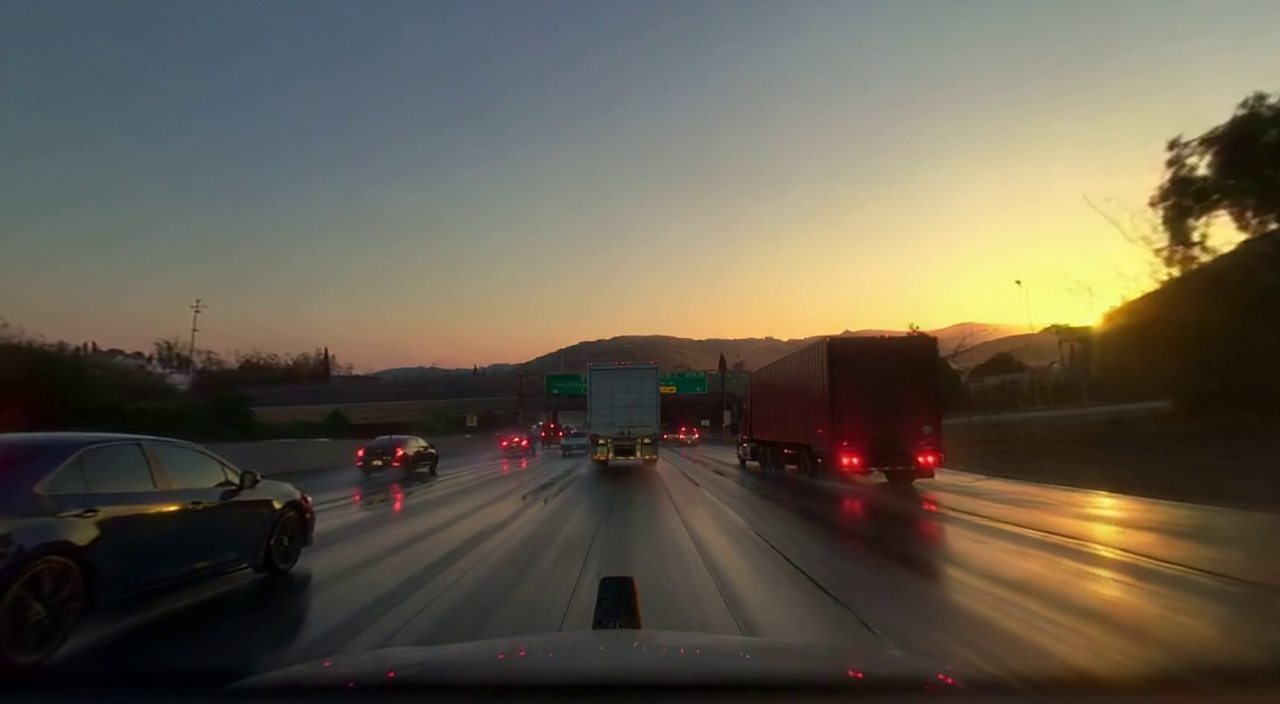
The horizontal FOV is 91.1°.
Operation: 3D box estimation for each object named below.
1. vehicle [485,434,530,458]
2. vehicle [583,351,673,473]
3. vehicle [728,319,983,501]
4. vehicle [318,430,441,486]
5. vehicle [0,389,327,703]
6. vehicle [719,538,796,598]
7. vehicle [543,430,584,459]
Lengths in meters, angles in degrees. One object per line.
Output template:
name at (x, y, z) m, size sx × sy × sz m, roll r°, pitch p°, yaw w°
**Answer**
vehicle at (-8.636, 6.117, 41.250) m, size 2.019 × 1.471 × 4.347 m, roll 0°, pitch -8°, yaw 0°
vehicle at (-0.540, 2.632, 25.766) m, size 2.938 × 4.033 × 9.980 m, roll 0°, pitch -8°, yaw -2°
vehicle at (5.648, 2.160, 20.683) m, size 2.863 × 3.936 × 14.058 m, roll 0°, pitch -8°, yaw -3°
vehicle at (-7.806, 3.184, 19.350) m, size 1.909 × 1.479 × 4.425 m, roll 0°, pitch -8°, yaw 0°
vehicle at (-3.865, 1.067, 3.923) m, size 1.882 × 1.493 × 3.828 m, roll 0°, pitch -8°, yaw -1°
vehicle at (5.177, 9.592, 28.113) m, size 2.835 × 2.000 × 2.696 m, roll 0°, pitch -7°, yaw -2°
vehicle at (-4.559, 5.569, 38.116) m, size 1.986 × 1.612 × 4.155 m, roll 0°, pitch -8°, yaw 0°
